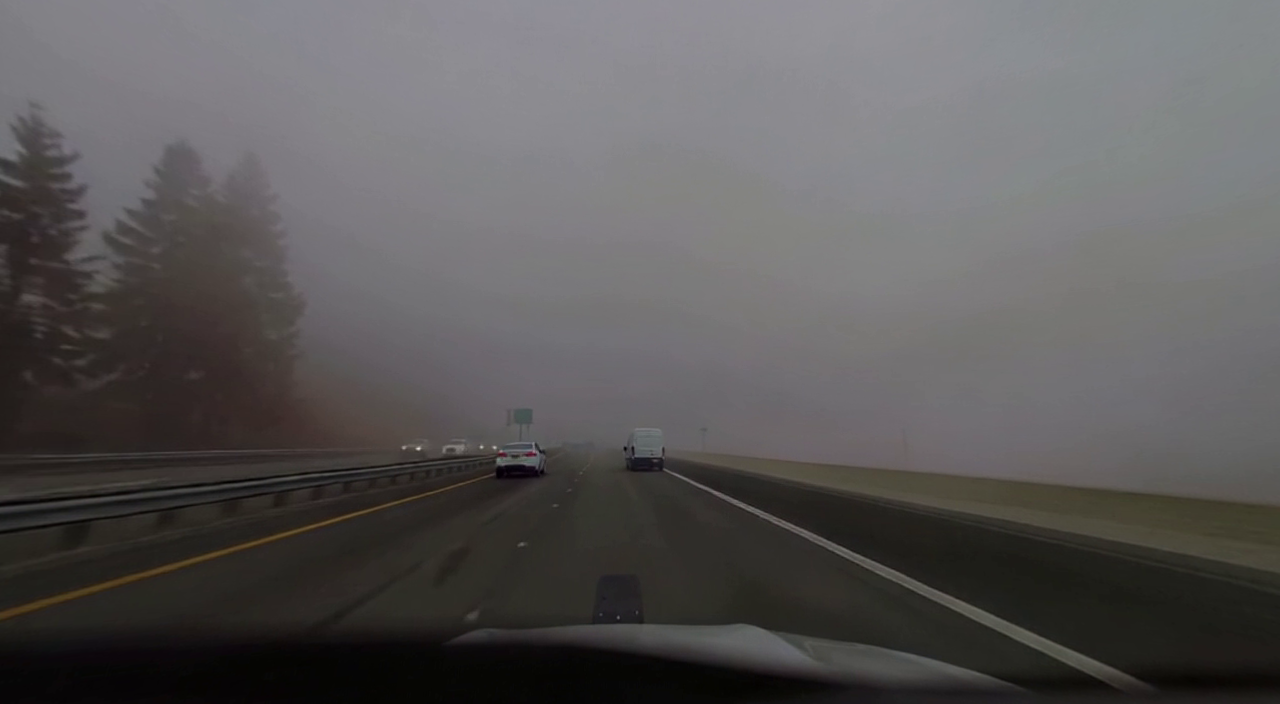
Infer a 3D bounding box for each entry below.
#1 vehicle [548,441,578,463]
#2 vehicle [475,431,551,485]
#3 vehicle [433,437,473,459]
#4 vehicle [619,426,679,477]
[{"bbox_3d":[-5.533,7.261,45.422,1.809,1.510,4.235,0,-9,-2],"label":"vehicle"},{"bbox_3d":[-4.422,3.759,22.444,1.963,1.711,4.284,0,-9,-2],"label":"vehicle"},{"bbox_3d":[-14.688,7.593,49.499,1.915,1.638,4.443,0,-9,-2],"label":"vehicle"},{"bbox_3d":[0.267,4.173,26.378,2.179,1.930,4.538,0,-9,-3],"label":"vehicle"}]
